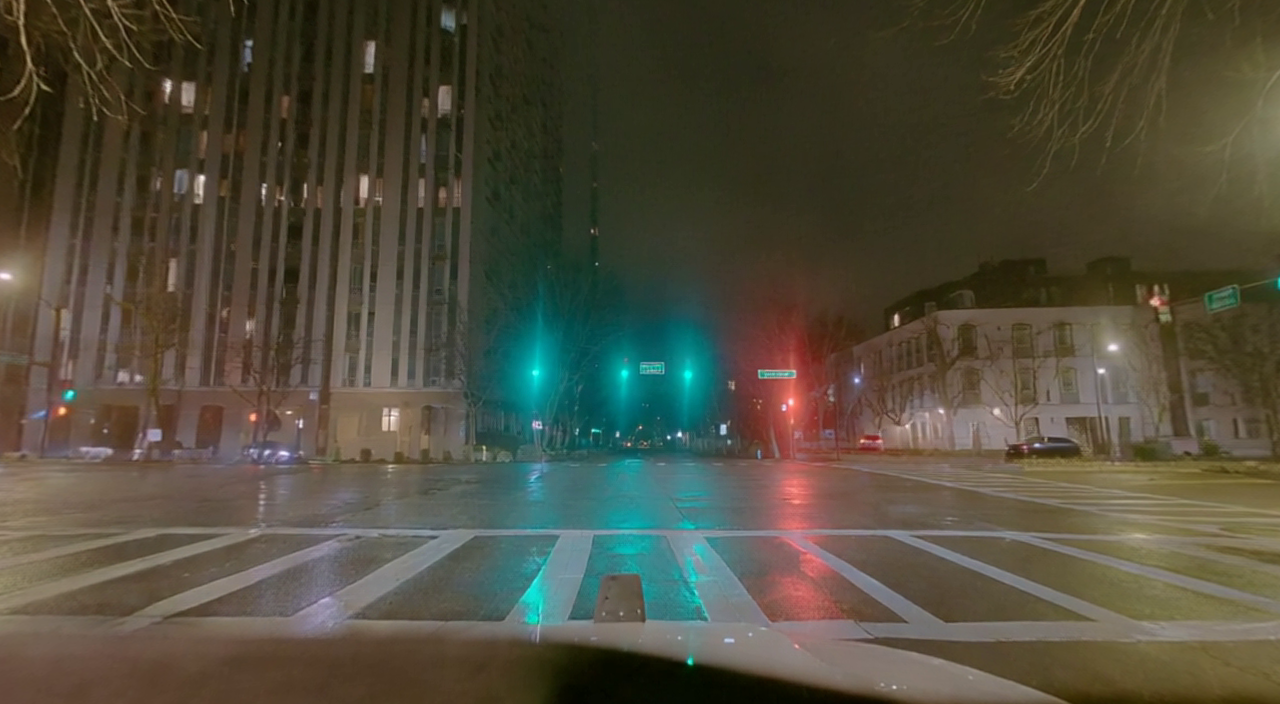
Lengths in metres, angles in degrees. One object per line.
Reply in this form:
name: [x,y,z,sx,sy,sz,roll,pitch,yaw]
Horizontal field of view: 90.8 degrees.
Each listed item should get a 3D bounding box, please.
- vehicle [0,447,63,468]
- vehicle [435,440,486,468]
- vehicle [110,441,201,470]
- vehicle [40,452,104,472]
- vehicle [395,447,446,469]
vehicle: [-45.239,7.767,46.613,1.858,1.467,3.624,0,-8,0]
vehicle: [-11.937,6.799,42.326,2.080,1.763,4.341,0,-8,0]
vehicle: [-34.885,7.424,45.756,2.204,1.955,5.518,0,-8,0]
vehicle: [-41.558,8.036,46.304,1.552,1.339,3.340,-2,-9,-1]
vehicle: [-15.484,7.449,44.797,2.056,1.450,4.343,0,-8,0]
